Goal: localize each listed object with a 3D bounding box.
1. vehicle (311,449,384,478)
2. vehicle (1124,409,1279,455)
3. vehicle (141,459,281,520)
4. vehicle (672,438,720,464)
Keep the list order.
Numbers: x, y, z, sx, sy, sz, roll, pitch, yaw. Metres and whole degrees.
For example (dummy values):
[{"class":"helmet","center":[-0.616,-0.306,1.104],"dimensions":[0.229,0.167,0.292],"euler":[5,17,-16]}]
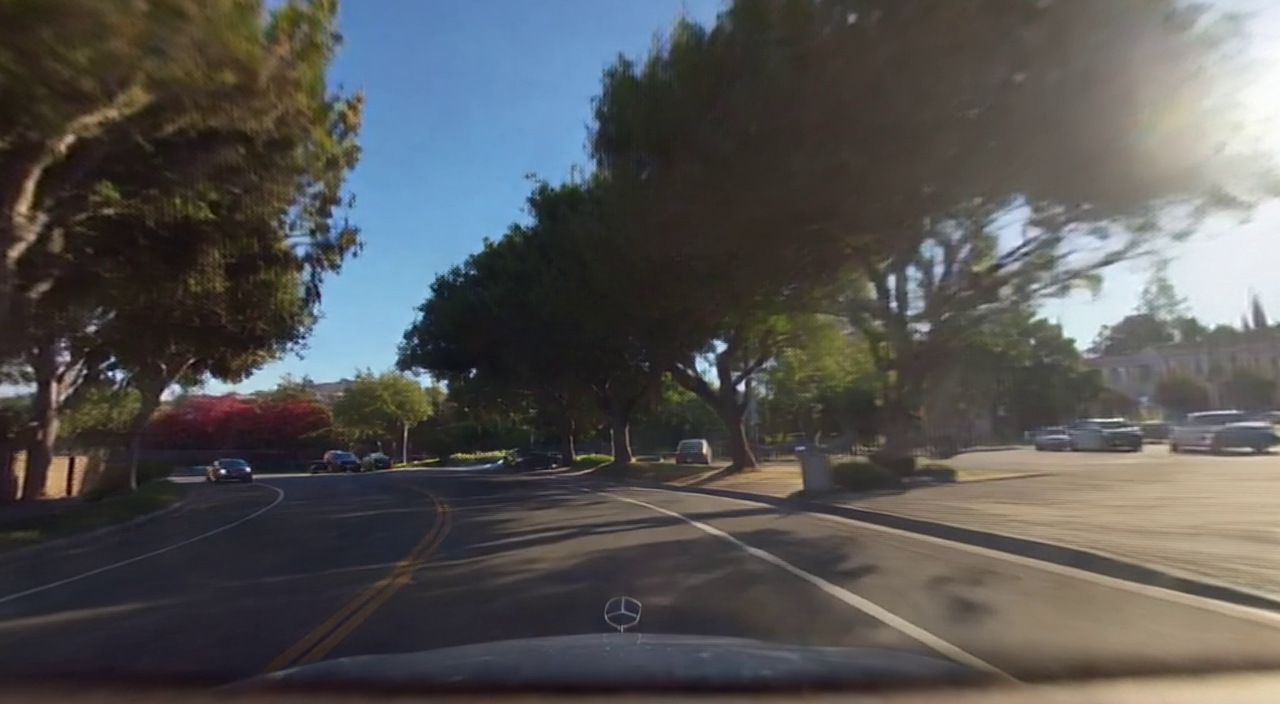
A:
[{"class":"vehicle","center":[-20.983,7.940,45.273],"dimensions":[5.202,1.817,2.042],"euler":[-4,-9,30]},{"class":"vehicle","center":[20.002,2.832,22.119],"dimensions":[4.462,1.474,1.765],"euler":[-4,-10,24]},{"class":"vehicle","center":[-13.390,4.236,20.345],"dimensions":[2.772,1.161,7.241],"euler":[1,-7,-26]},{"class":"vehicle","center":[4.037,6.992,44.863],"dimensions":[1.900,1.711,4.666],"euler":[-4,-9,24]}]
